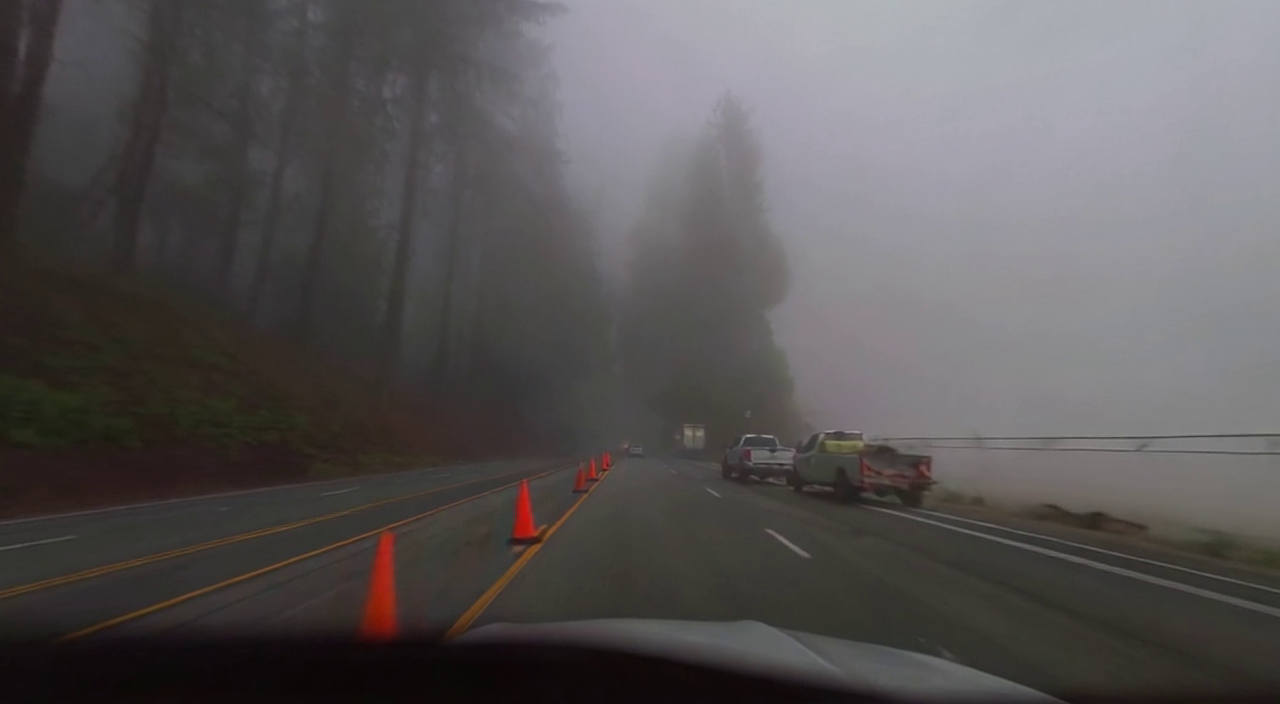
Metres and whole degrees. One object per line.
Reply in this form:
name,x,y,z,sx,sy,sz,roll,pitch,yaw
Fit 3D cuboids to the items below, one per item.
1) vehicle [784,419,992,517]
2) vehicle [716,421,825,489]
vehicle,5.755,2.800,15.974,2.294,1.949,6.246,0,-8,-5
vehicle,4.678,3.999,23.925,2.694,2.177,6.177,1,-11,-1
